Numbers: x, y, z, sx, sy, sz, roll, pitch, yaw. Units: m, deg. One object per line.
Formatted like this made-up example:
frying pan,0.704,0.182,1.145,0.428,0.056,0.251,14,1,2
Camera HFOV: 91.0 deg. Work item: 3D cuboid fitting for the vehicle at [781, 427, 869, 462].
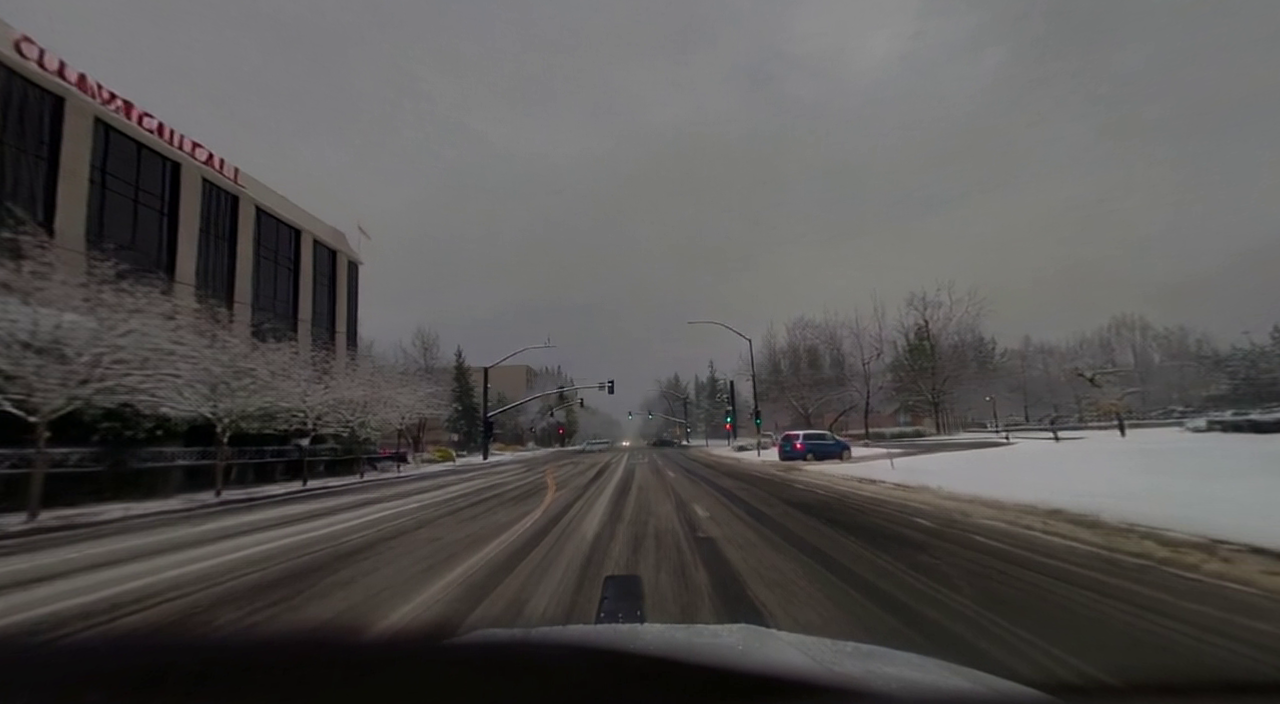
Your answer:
vehicle,10.376,5.174,35.167,4.635,1.821,2.087,5,-10,-31
